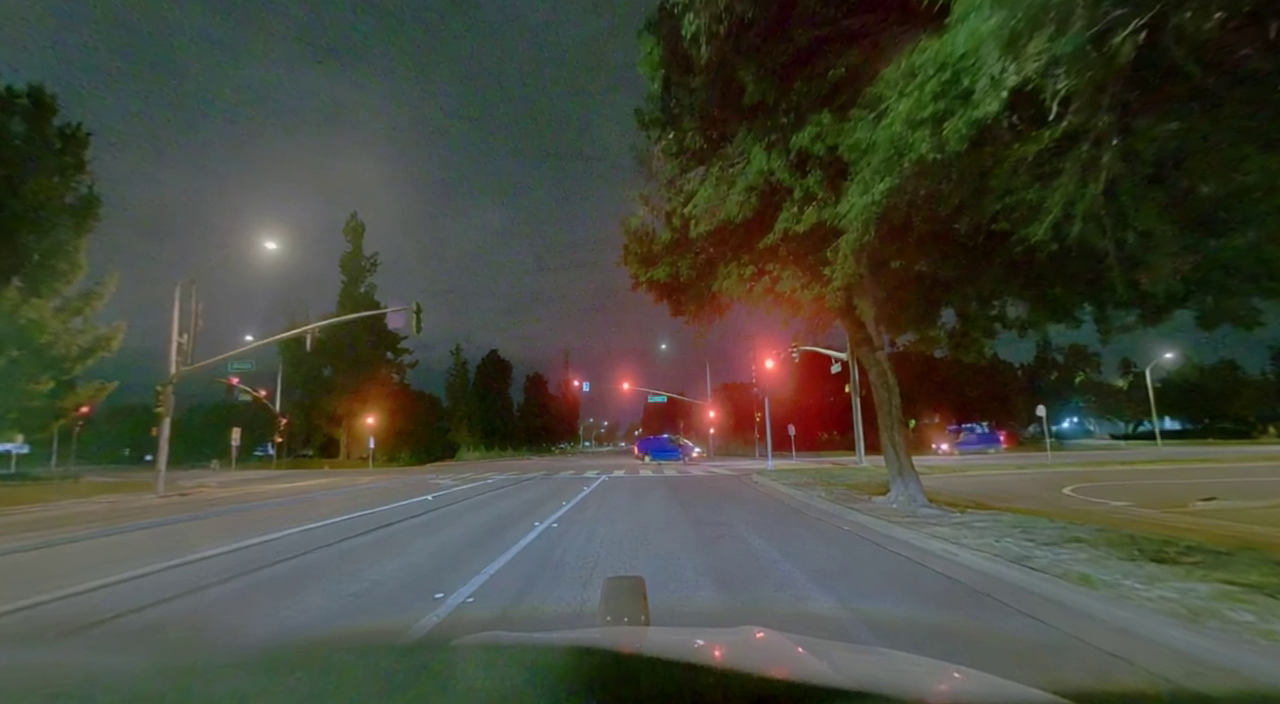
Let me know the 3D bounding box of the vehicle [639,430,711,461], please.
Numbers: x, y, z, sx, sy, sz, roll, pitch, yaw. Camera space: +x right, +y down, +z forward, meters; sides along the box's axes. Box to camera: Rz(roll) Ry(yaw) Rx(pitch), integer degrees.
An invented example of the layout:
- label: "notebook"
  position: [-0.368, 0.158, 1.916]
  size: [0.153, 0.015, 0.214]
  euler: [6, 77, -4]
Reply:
- label: "vehicle"
  position: [2.274, 6.254, 42.100]
  size: [4.536, 1.965, 1.780]
  euler: [-6, -10, 36]
